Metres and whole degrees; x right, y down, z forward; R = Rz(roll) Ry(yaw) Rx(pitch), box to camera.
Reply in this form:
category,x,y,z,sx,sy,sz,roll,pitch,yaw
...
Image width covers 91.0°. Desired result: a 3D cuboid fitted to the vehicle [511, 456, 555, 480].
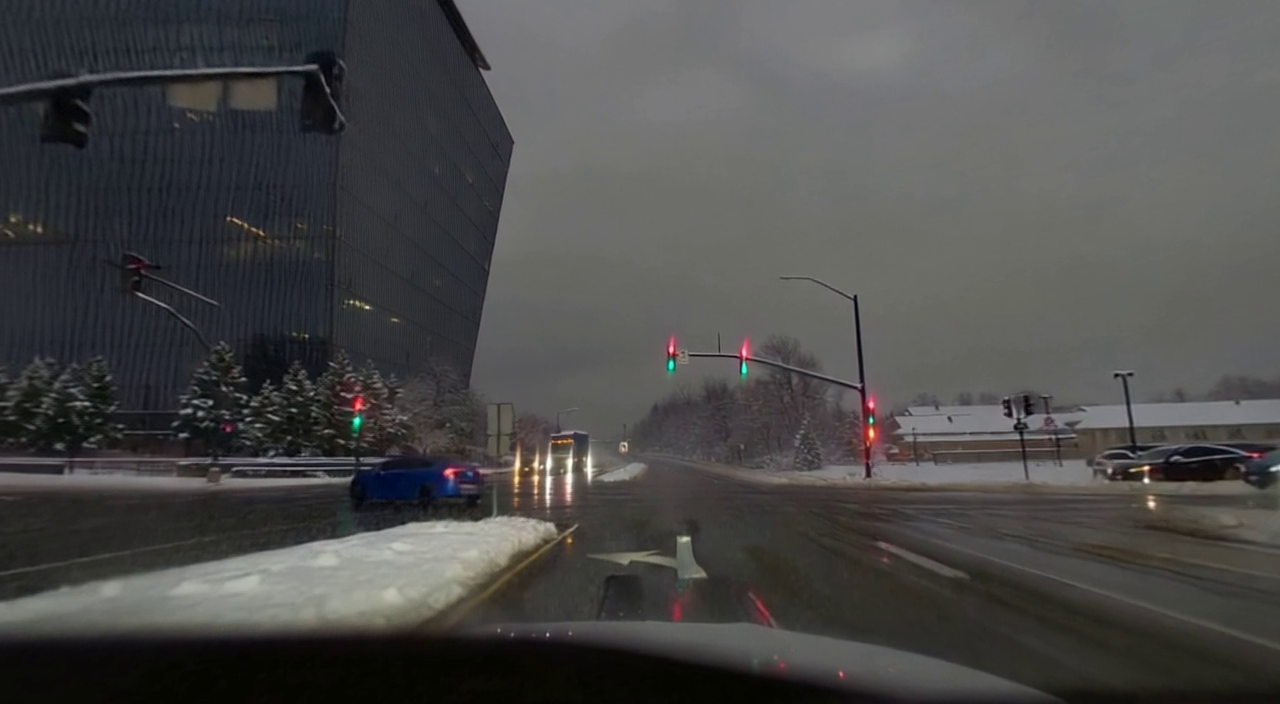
category,x,y,z,sx,sy,sz,roll,pitch,yaw
vehicle,-7.426,8.075,44.047,2.113,1.535,4.504,0,-9,2

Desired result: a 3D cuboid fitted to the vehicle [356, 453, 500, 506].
category,x,y,z,sx,sy,sz,roll,pitch,yaw
vehicle,-6.953,4.116,20.658,4.197,1.525,2.014,-4,-10,26

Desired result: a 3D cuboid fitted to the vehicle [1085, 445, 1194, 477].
category,x,y,z,sx,sy,sz,roll,pitch,yaw
vehicle,25.033,5.449,31.804,2.021,1.484,4.454,0,-9,3
